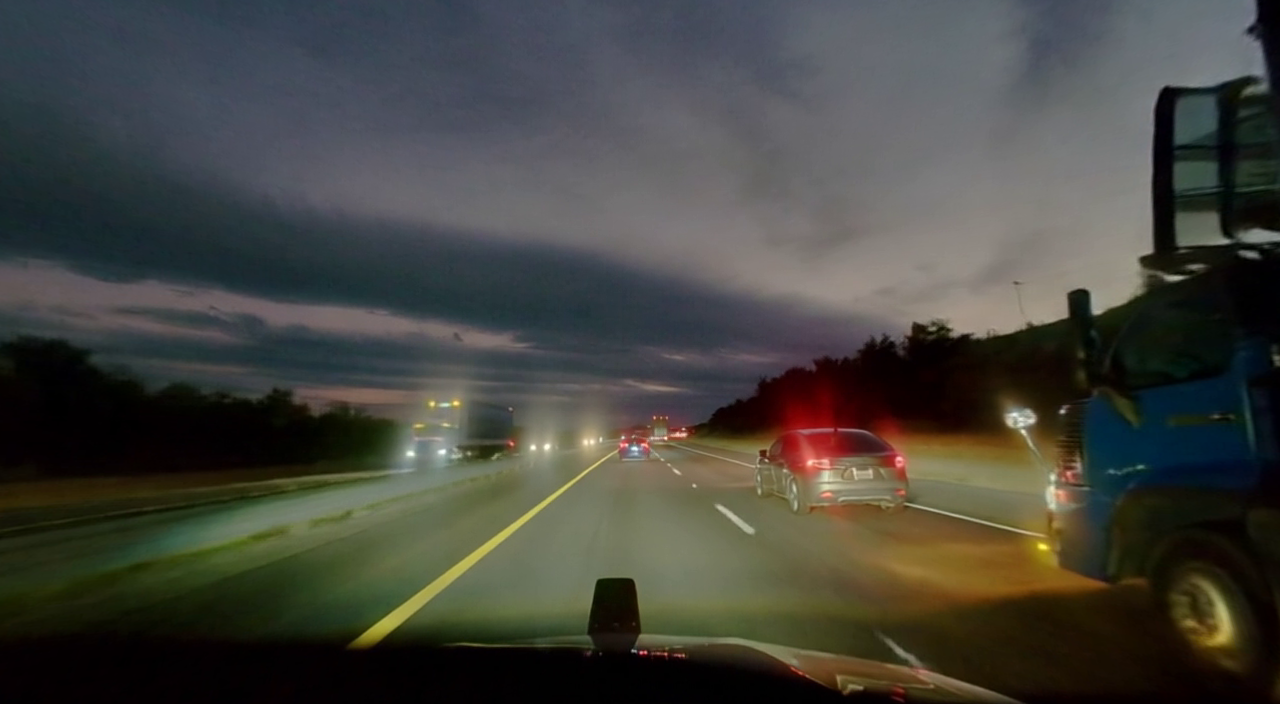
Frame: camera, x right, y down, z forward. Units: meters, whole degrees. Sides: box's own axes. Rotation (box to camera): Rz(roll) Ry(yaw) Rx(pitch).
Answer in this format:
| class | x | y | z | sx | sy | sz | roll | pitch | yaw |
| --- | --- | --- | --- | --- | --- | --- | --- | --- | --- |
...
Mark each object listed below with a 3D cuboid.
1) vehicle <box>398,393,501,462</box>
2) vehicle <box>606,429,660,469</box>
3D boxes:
| class | x | y | z | sx | sy | sz | roll | pitch | yaw |
| --- | --- | --- | --- | --- | --- | --- | --- | --- | --- |
| vehicle | -12.268 | 5.131 | 41.912 | 3.270 | 3.993 | 10.585 | 0 | -8 | 1 |
| vehicle | -0.306 | 4.275 | 27.983 | 2.216 | 1.623 | 4.220 | 0 | -8 | -1 |
